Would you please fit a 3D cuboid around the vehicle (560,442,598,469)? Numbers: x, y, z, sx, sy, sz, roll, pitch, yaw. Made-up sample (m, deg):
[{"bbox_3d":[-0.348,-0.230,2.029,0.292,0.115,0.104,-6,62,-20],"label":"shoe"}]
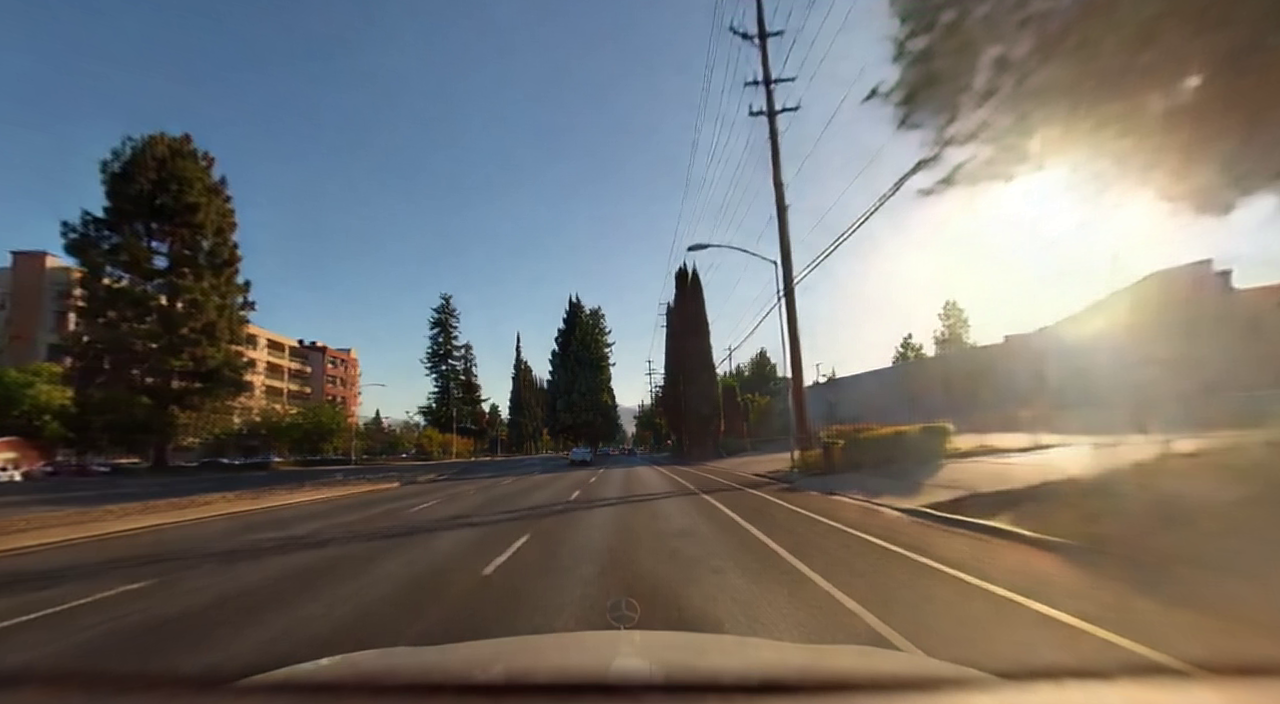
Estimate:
[{"bbox_3d":[-3.953,6.790,41.441,2.121,1.654,3.993,0,-9,-1],"label":"vehicle"}]
